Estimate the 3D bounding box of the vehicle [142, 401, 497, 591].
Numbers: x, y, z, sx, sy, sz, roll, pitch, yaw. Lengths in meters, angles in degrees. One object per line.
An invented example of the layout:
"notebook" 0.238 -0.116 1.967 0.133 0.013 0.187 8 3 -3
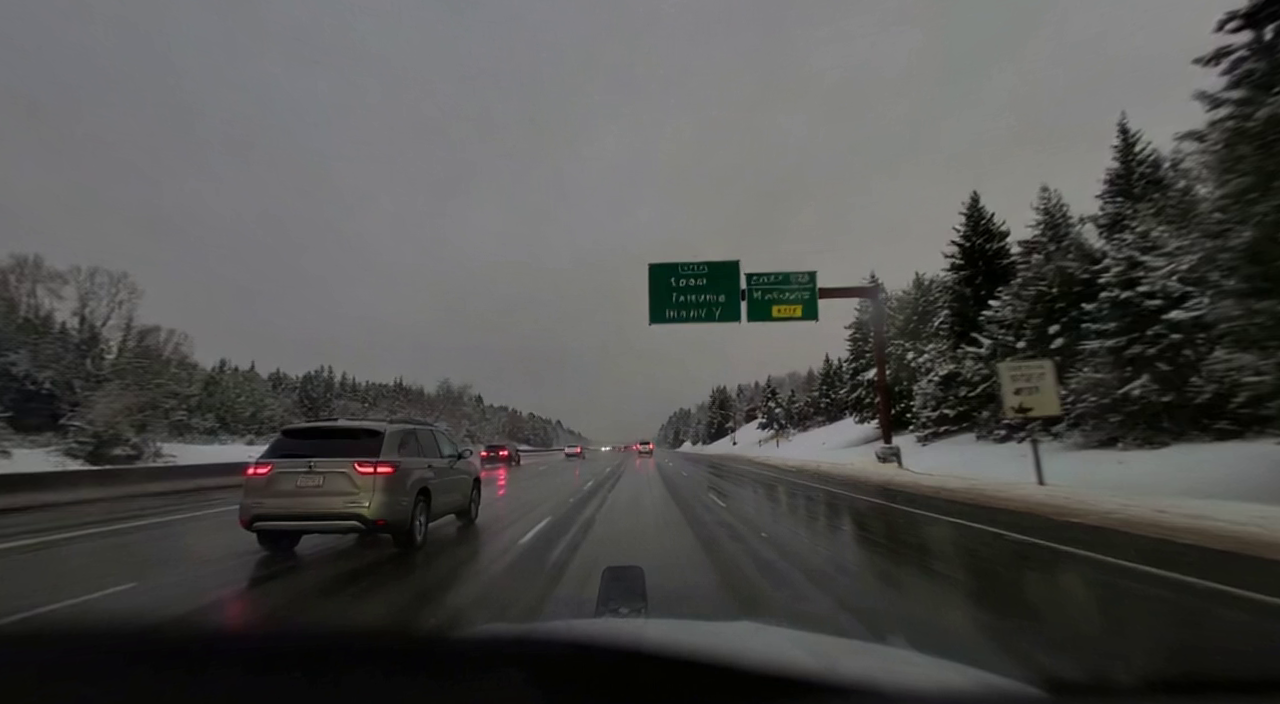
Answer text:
"vehicle" -3.516 1.681 8.197 2.214 1.759 4.435 0 -9 1
